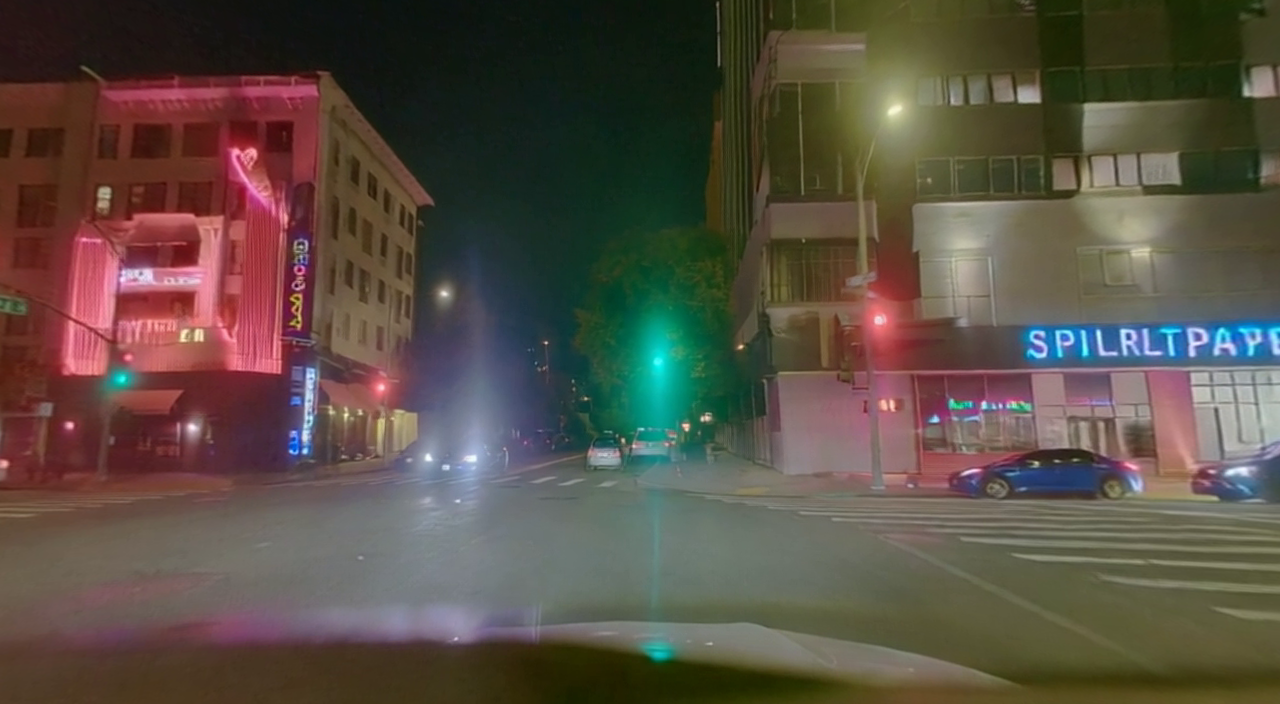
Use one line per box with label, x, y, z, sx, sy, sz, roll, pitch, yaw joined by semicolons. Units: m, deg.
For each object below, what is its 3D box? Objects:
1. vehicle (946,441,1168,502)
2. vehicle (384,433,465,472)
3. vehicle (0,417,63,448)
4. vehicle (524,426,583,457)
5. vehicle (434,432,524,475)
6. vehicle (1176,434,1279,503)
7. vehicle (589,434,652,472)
vehicle;10.739;3.082;16.588;4.426;1.446;1.795;-1;-8;8
vehicle;-10.396;4.842;30.841;1.933;1.461;4.393;-5;-6;8
vehicle;-33.548;4.300;33.522;1.699;1.539;4.060;-1;-8;7
vehicle;-5.093;5.378;37.963;2.181;1.723;4.692;-1;-8;9
vehicle;-6.080;3.885;24.457;2.119;1.485;4.472;0;-8;3
vehicle;17.040;2.840;15.579;5.420;1.609;2.063;-1;-8;8
vehicle;-0.764;4.399;27.750;1.892;1.481;4.365;-1;-8;10
